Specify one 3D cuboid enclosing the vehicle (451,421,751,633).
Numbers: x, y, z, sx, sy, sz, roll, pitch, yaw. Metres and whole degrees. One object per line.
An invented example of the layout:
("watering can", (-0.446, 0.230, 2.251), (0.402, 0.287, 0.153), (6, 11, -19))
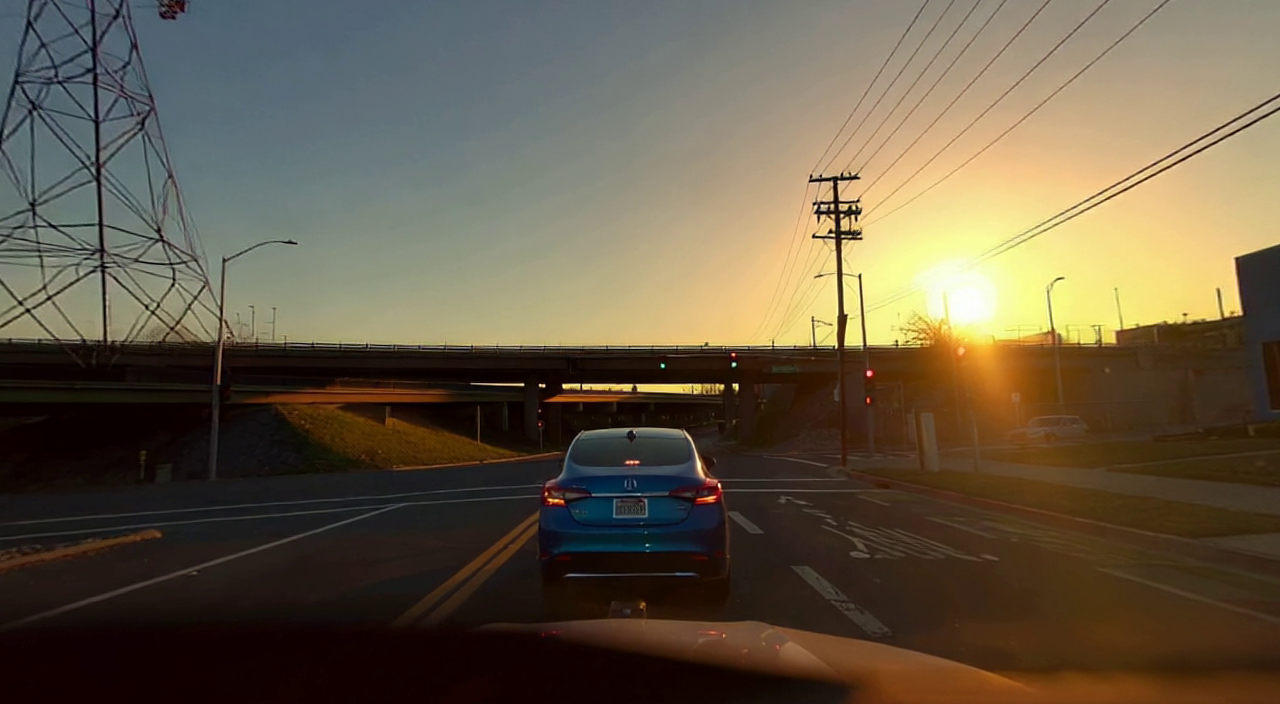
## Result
("vehicle", (-0.240, 1.527, 6.477), (2.090, 1.458, 4.033), (-1, -9, 1))
